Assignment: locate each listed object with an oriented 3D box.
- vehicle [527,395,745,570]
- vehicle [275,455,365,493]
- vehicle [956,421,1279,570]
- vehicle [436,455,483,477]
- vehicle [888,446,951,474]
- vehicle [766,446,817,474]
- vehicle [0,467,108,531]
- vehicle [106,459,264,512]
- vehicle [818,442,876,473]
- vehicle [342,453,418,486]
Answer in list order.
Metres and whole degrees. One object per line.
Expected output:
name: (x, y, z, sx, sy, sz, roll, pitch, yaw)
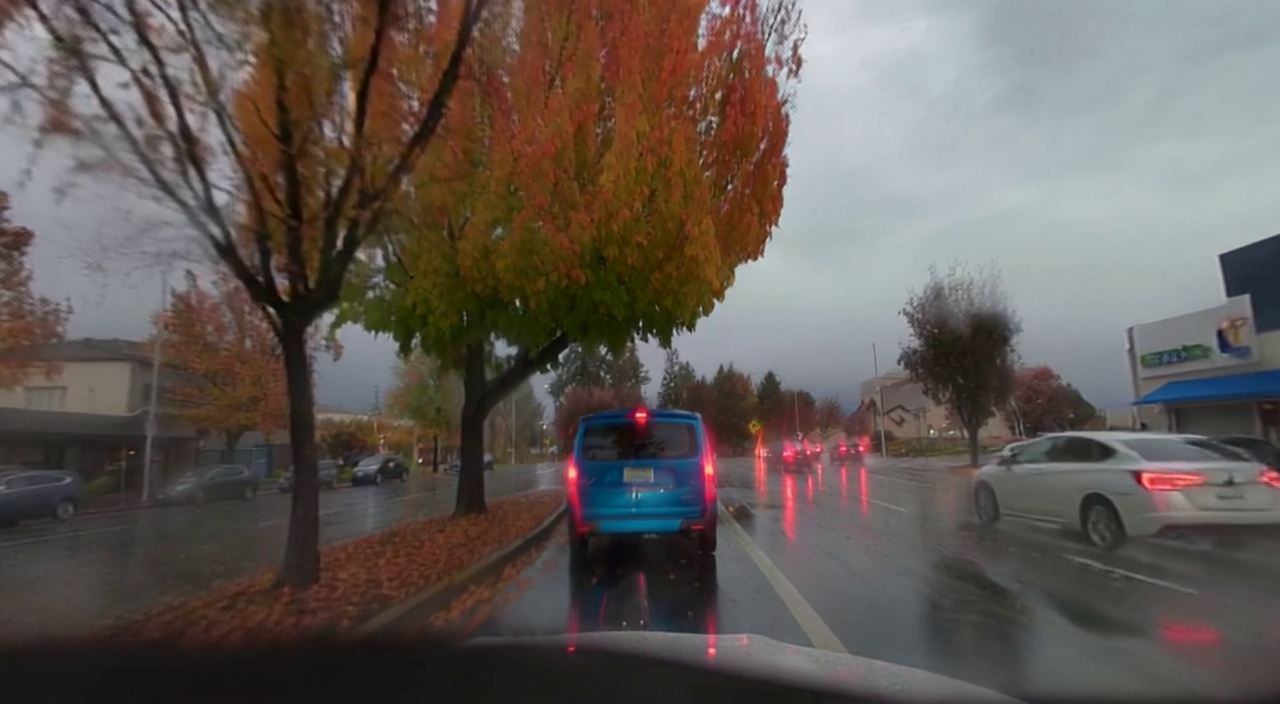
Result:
vehicle: (0.090, 1.744, 9.186, 2.344, 1.863, 4.665, -1, -8, 4)
vehicle: (-14.666, 5.579, 29.177, 1.947, 1.558, 4.065, 0, -8, 2)
vehicle: (6.674, 1.851, 9.059, 1.928, 1.529, 4.917, -1, -8, 3)
vehicle: (-13.475, 8.491, 47.328, 1.995, 1.466, 4.580, 0, -8, 2)
vehicle: (15.382, 5.965, 34.938, 1.916, 1.452, 3.811, 0, -9, 4)
vehicle: (8.394, 5.977, 35.195, 1.886, 1.464, 4.290, 0, -8, 2)
vehicle: (-15.491, 3.481, 14.955, 1.797, 1.351, 4.300, -1, -8, 5)
vehicle: (-14.954, 4.369, 21.110, 1.877, 1.445, 4.436, 0, -8, 2)
vehicle: (12.330, 6.305, 37.860, 2.040, 1.738, 4.414, 0, -8, 1)
vehicle: (-14.185, 6.404, 34.775, 1.921, 1.621, 4.930, -1, -8, 3)
